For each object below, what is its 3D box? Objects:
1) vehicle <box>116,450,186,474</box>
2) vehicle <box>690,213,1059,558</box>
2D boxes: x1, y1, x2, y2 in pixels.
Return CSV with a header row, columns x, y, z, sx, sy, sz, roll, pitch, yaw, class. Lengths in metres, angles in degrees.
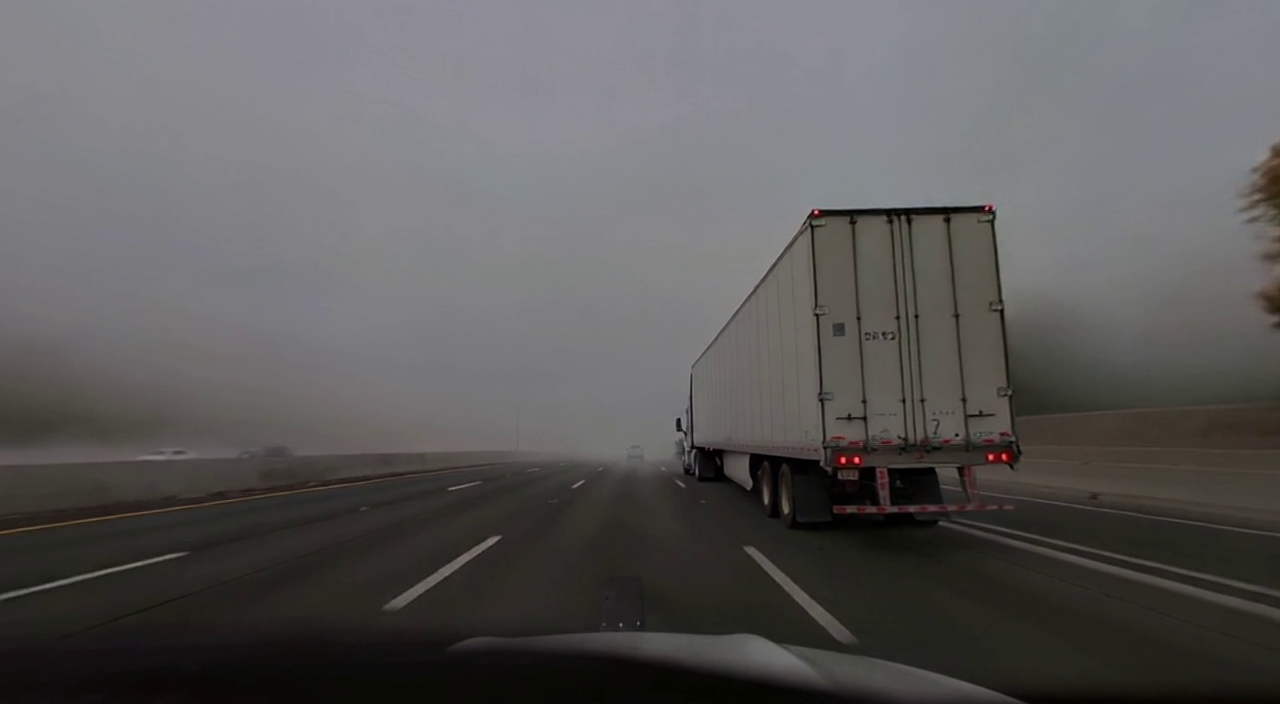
x,y,z,sx,sy,sz,roll,pitch,yaw,class
-29.087,6.572,37.717,1.492,1.359,3.369,-1,-10,-1,vehicle
3.369,1.568,15.709,2.743,4.160,16.408,0,-9,-1,vehicle
